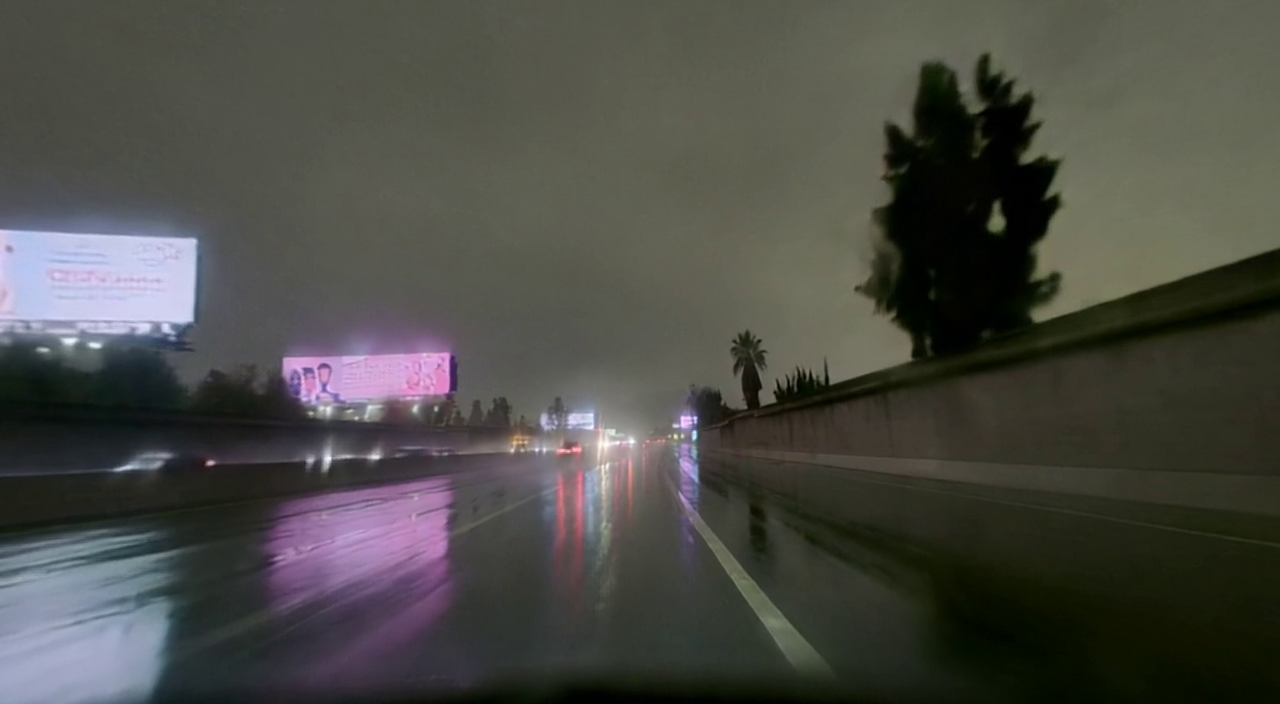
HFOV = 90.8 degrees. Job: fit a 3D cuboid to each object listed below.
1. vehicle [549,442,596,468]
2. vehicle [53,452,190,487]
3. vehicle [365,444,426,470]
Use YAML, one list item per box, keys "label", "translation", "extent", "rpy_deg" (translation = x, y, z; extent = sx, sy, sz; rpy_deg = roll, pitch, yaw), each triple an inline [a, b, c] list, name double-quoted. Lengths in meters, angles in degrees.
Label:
- label: "vehicle"
  translation: [-3.959, 6.111, 37.660]
  extent: [2.078, 1.457, 4.648]
  rpy_deg: [0, -8, 3]
- label: "vehicle"
  translation: [-21.889, 4.946, 26.957]
  extent: [1.880, 1.321, 4.644]
  rpy_deg: [0, -8, 1]
- label: "vehicle"
  translation: [-14.552, 6.274, 37.860]
  extent: [1.927, 1.463, 3.932]
  rpy_deg: [0, -8, 3]
